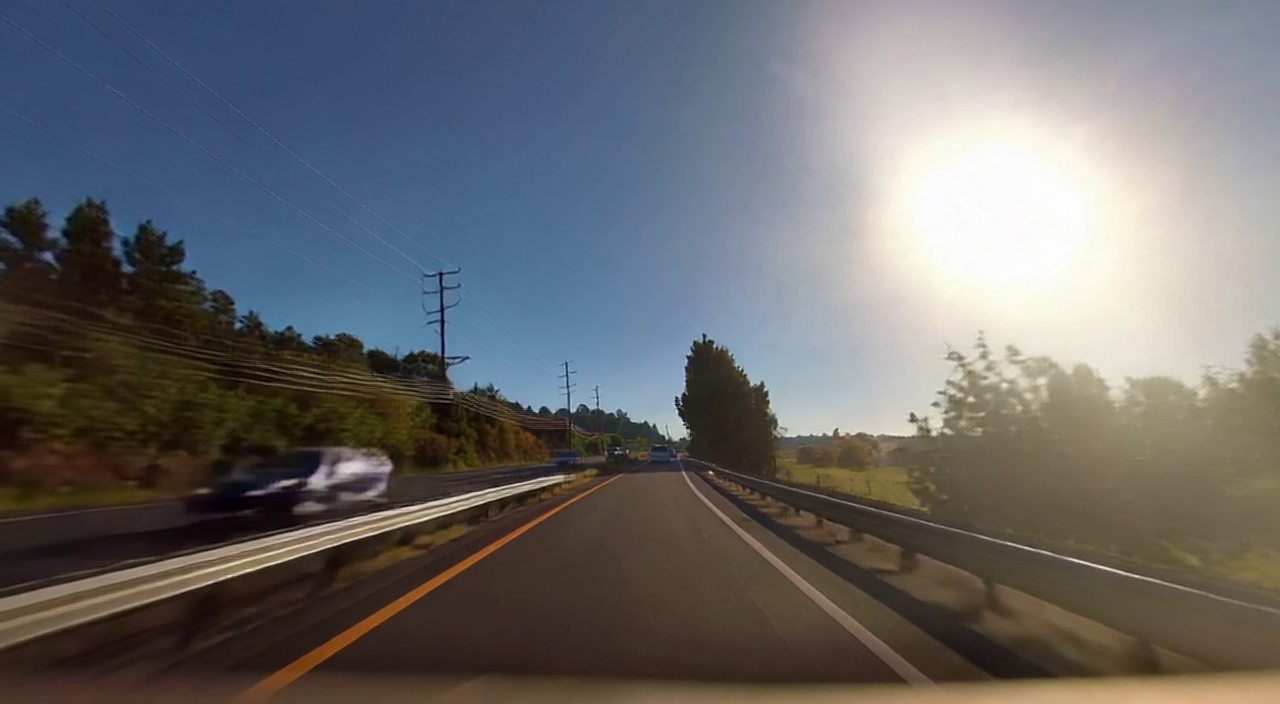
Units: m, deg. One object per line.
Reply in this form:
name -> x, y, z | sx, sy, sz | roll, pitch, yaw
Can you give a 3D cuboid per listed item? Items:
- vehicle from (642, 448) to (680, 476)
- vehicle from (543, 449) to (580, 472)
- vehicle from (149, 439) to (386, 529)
vehicle -> 1.213, 6.303, 36.340 | 2.080, 1.486, 3.813 | -1, -9, 2
vehicle -> -5.457, 7.586, 44.370 | 1.900, 1.515, 4.379 | -1, -9, 3
vehicle -> -7.146, 2.561, 12.784 | 2.034, 1.492, 4.319 | -1, -9, 2
